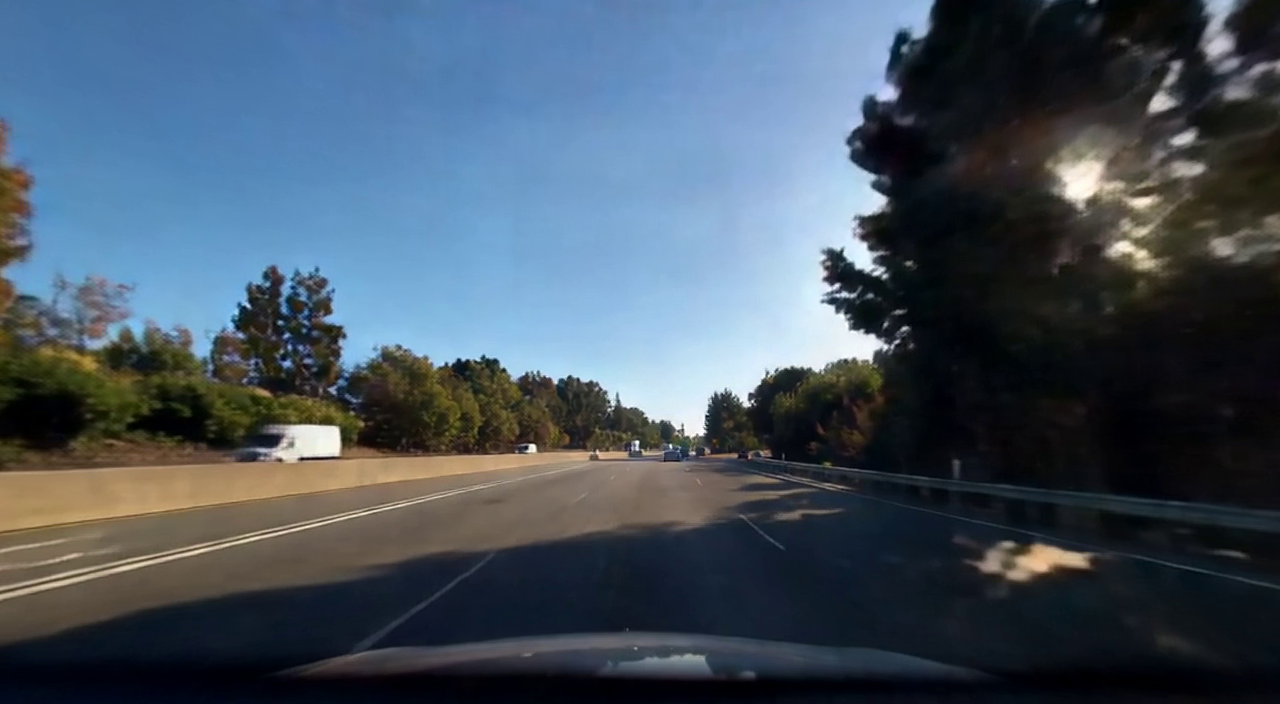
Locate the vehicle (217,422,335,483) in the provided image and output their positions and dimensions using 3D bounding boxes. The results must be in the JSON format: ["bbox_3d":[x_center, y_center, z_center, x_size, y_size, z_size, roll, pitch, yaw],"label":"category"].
[{"bbox_3d":[-18.251,5.085,32.057,2.240,2.748,5.884,-1,-9,2],"label":"vehicle"}]
